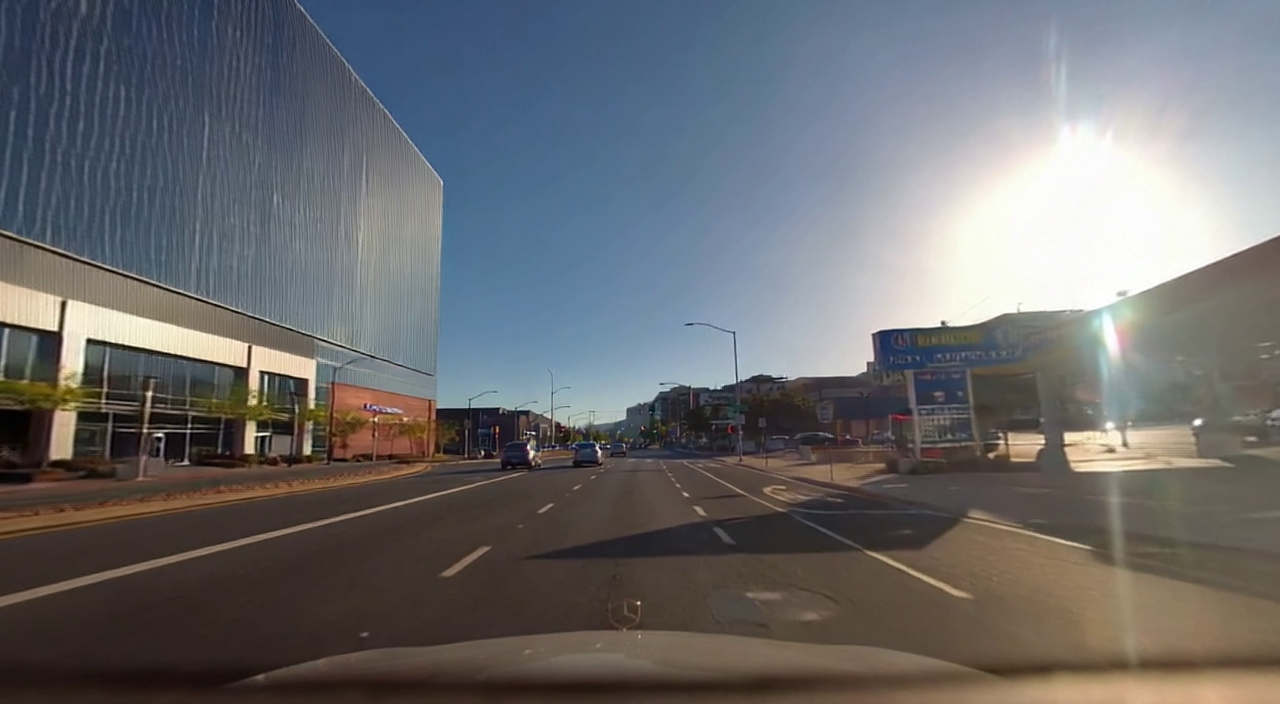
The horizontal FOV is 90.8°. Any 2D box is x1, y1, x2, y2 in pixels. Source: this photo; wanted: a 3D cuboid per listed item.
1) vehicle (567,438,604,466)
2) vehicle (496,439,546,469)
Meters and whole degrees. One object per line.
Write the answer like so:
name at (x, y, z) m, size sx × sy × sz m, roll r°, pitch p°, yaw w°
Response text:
vehicle at (-3.528, 6.592, 41.814) m, size 2.052 × 1.729 × 4.195 m, roll 0°, pitch -8°, yaw 1°
vehicle at (-6.696, 5.793, 36.027) m, size 1.909 × 1.605 × 4.561 m, roll 0°, pitch -8°, yaw 1°
